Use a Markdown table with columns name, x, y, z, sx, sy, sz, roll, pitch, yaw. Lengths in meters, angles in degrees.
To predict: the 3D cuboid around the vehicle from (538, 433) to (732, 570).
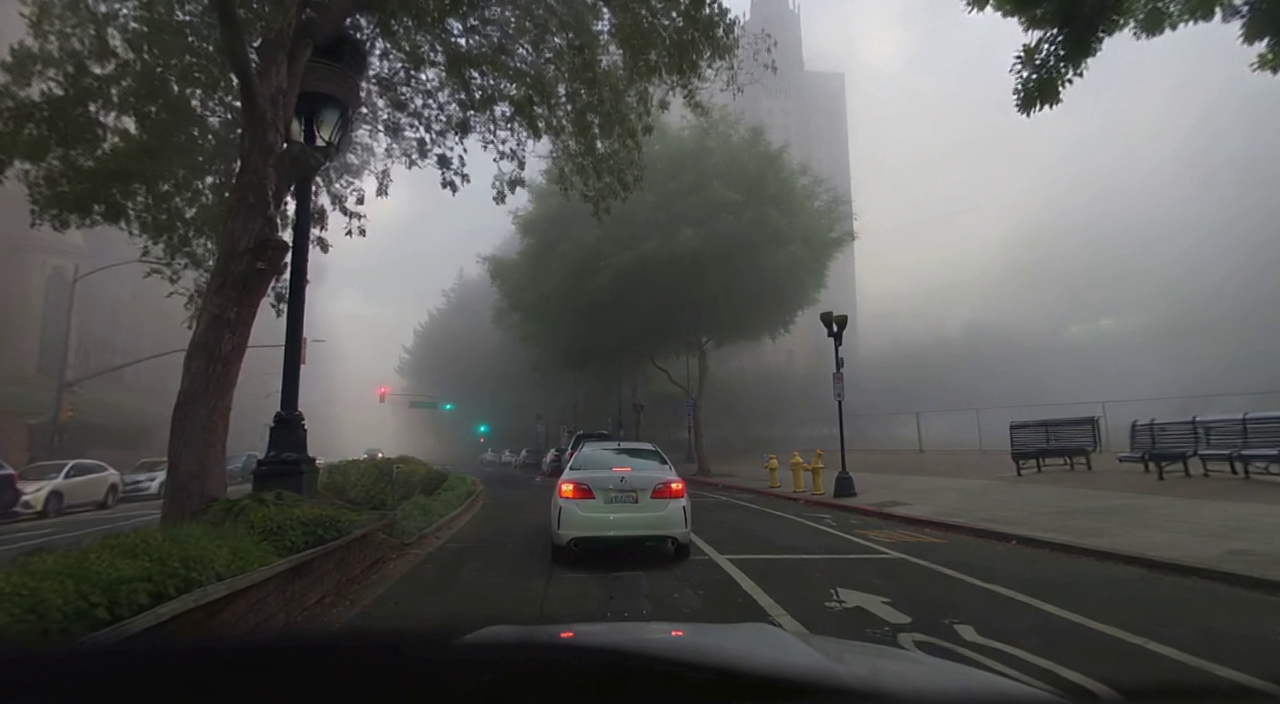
| name | x | y | z | sx | sy | sz | roll | pitch | yaw |
| --- | --- | --- | --- | --- | --- | --- | --- | --- | --- |
| vehicle | -0.234 | 1.943 | 9.024 | 2.142 | 1.475 | 4.051 | 1 | -8 | -5 |
